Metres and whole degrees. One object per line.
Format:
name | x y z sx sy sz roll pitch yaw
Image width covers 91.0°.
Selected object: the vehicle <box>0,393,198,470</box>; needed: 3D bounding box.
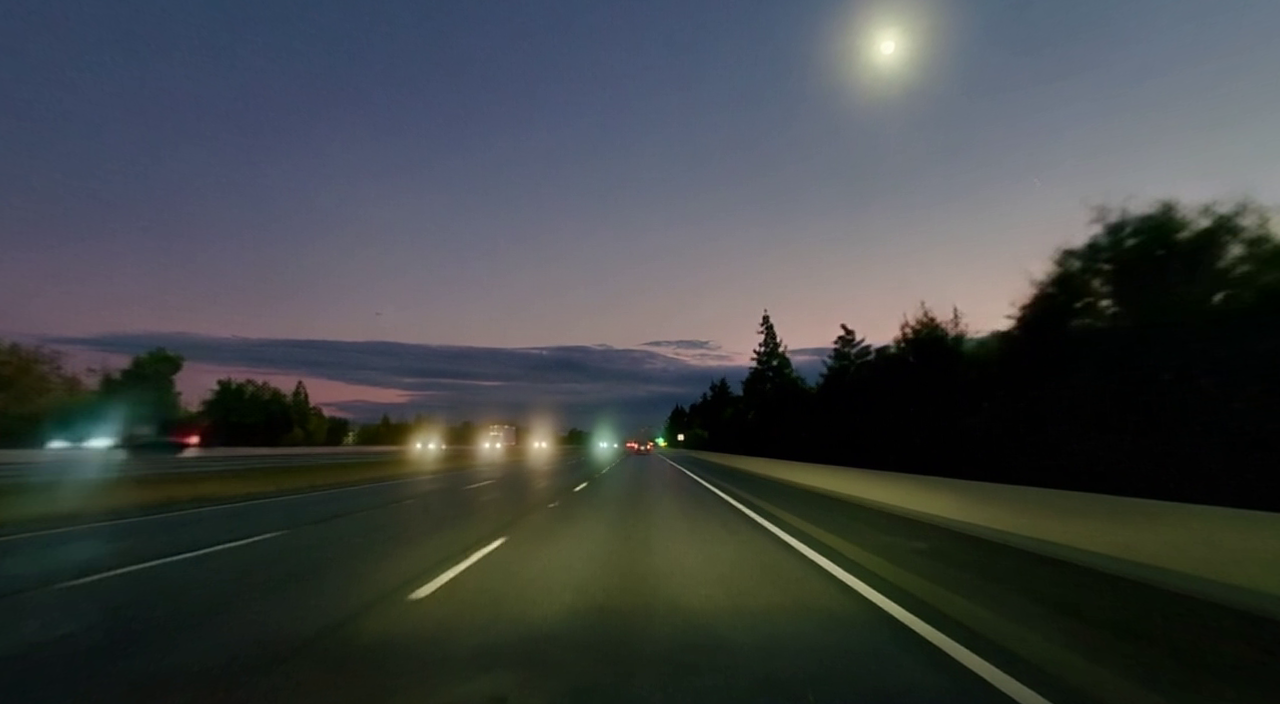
vehicle | -20.040 3.008 23.384 2.335 2.464 6.588 0 -8 0
